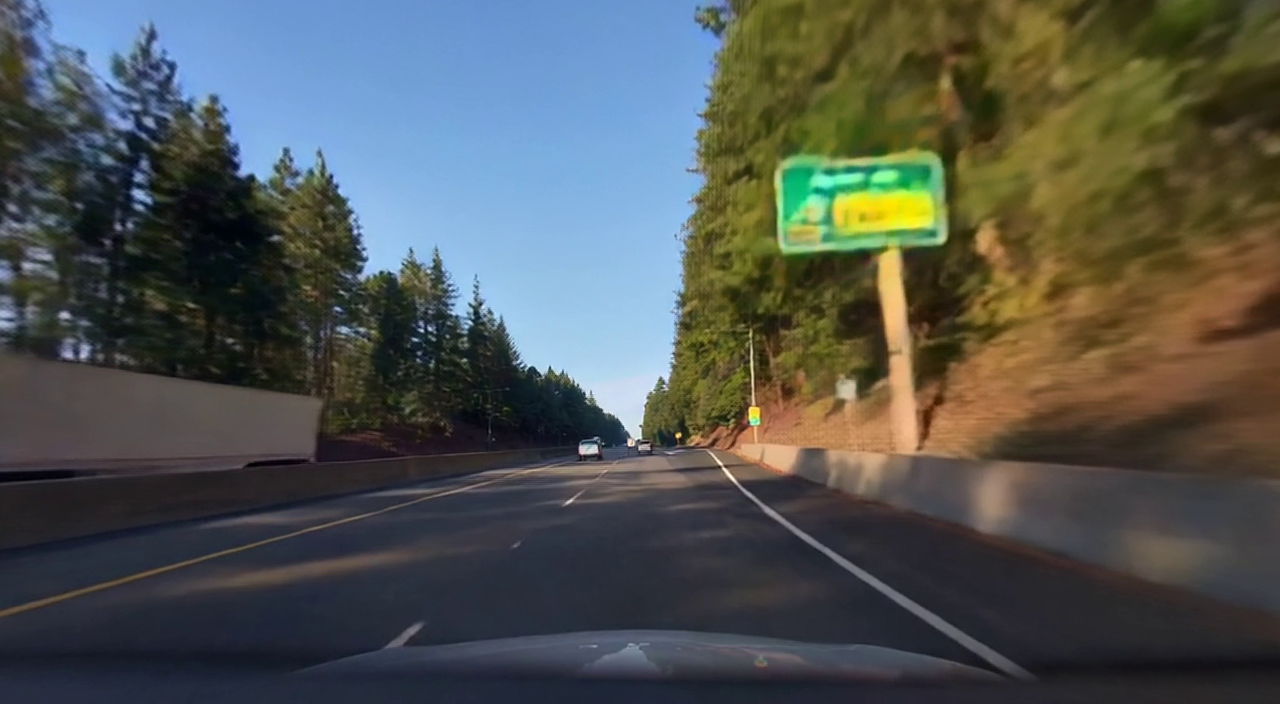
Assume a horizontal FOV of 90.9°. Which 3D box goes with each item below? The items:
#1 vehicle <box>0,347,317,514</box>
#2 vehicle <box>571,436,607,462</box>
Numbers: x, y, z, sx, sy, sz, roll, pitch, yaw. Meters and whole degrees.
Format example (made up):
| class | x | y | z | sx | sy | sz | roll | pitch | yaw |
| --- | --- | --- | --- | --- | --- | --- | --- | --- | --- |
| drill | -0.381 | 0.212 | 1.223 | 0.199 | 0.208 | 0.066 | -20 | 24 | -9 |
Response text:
| class | x | y | z | sx | sy | sz | roll | pitch | yaw |
| --- | --- | --- | --- | --- | --- | --- | --- | --- | --- |
| vehicle | -17.276 | 2.990 | 22.631 | 2.877 | 4.076 | 16.156 | 0 | -8 | 0 |
| vehicle | -3.613 | 6.967 | 45.324 | 2.129 | 1.742 | 4.217 | 0 | -8 | 1 |
